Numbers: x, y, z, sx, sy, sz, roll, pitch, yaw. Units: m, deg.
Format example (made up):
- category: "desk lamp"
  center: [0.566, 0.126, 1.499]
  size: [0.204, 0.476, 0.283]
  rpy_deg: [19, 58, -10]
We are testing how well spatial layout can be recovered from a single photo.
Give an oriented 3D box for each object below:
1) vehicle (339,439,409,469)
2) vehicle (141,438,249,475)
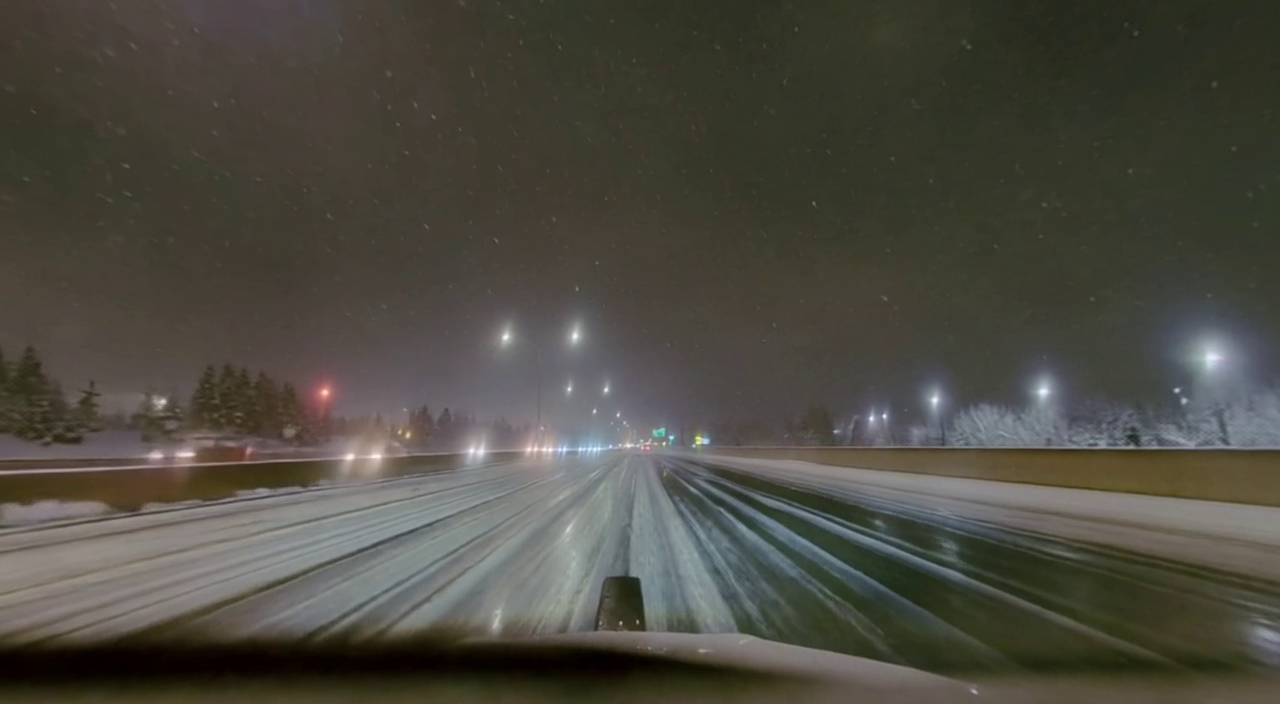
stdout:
- category: "vehicle"
  center: [-17.510, 6.769, 41.849]
  size: [2.251, 1.813, 5.265]
  rpy_deg: [-1, -9, 1]
- category: "vehicle"
  center: [-24.742, 5.855, 35.334]
  size: [2.206, 1.882, 5.203]
  rpy_deg: [0, -9, 1]
